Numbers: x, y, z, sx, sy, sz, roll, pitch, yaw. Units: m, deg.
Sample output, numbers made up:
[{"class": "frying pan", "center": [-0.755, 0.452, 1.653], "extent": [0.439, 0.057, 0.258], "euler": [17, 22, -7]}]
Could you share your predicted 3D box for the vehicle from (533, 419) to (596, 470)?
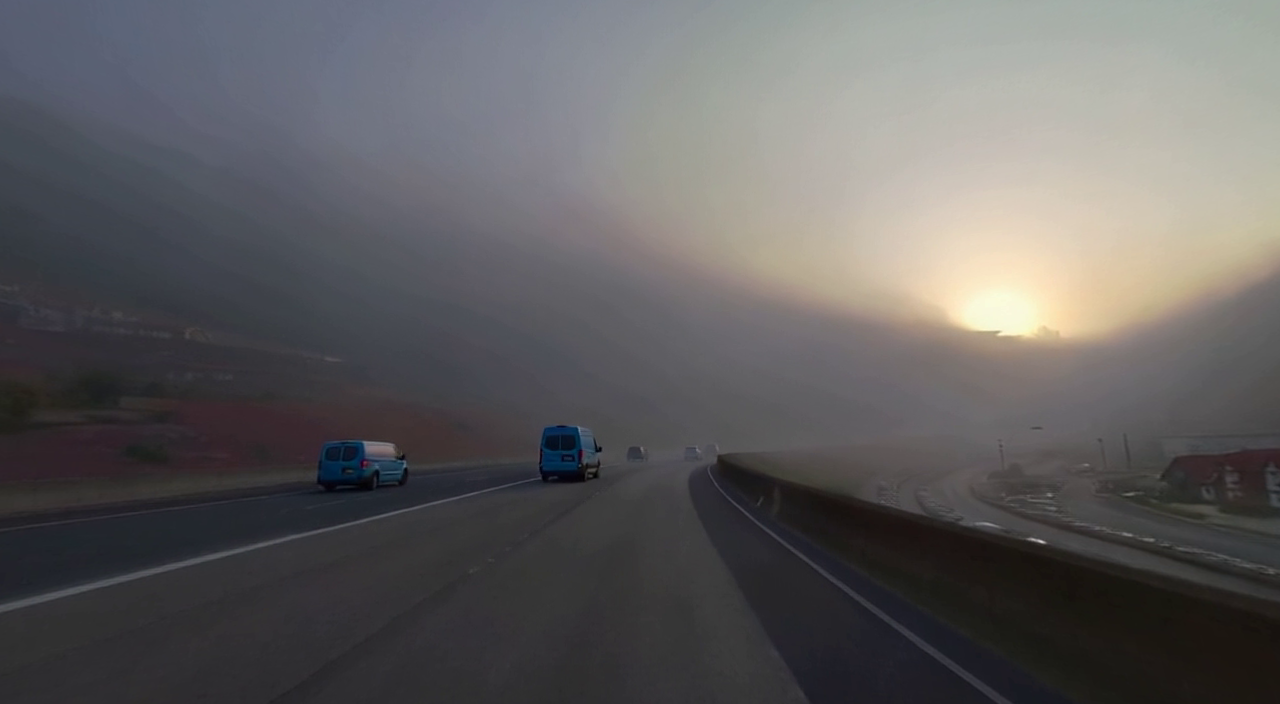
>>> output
[{"class": "vehicle", "center": [-4.275, 5.450, 37.154], "extent": [2.314, 2.703, 6.441], "euler": [-1, -9, 6]}]

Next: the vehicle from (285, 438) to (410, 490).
[{"class": "vehicle", "center": [-9.463, 3.635, 20.903], "extent": [1.821, 1.524, 4.342], "euler": [-1, -8, 4]}]

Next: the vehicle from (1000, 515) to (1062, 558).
[{"class": "vehicle", "center": [22.263, 10.500, 36.180], "extent": [1.887, 1.776, 4.198], "euler": [-2, -9, 16]}]
